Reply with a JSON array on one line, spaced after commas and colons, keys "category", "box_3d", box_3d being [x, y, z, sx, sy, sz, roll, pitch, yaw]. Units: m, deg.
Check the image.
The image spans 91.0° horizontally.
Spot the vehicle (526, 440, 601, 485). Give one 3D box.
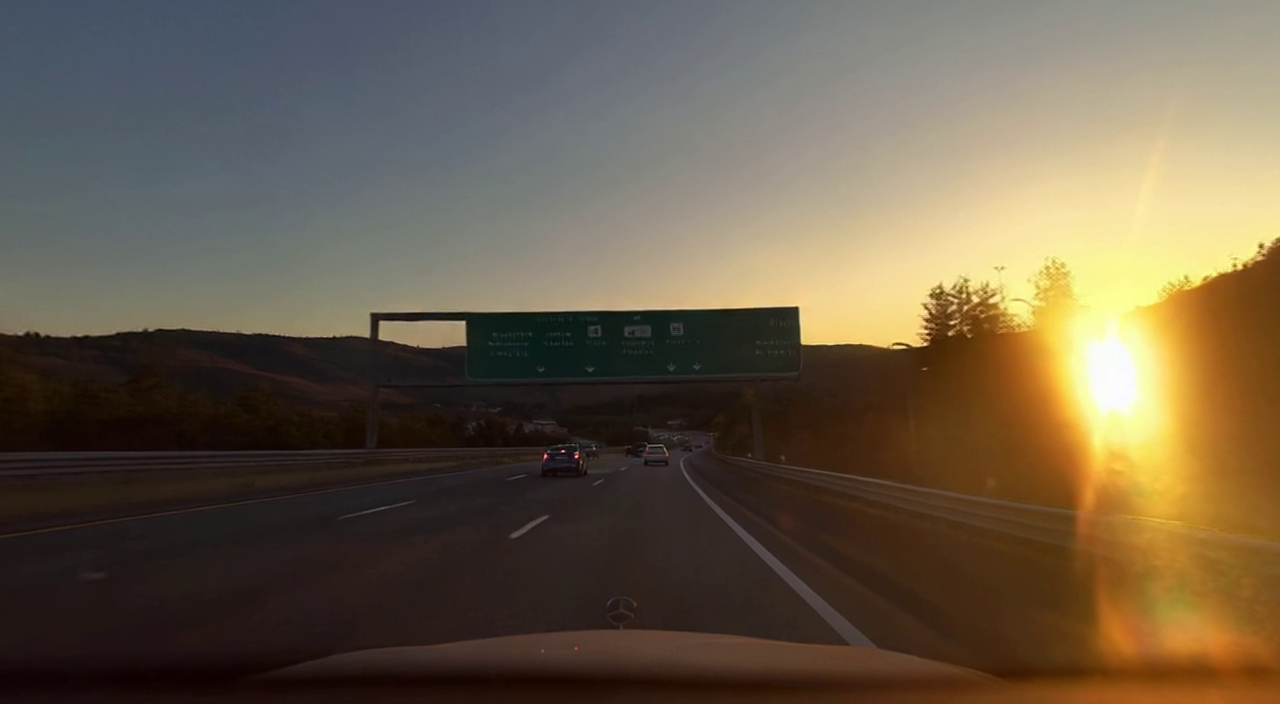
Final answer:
[{"category": "vehicle", "box_3d": [-2.857, 4.262, 24.565, 2.129, 1.563, 4.387, -1, -9, 3]}]

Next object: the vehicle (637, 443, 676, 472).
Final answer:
[{"category": "vehicle", "box_3d": [0.971, 6.036, 36.182, 2.129, 1.502, 4.321, 0, -9, 2]}]
